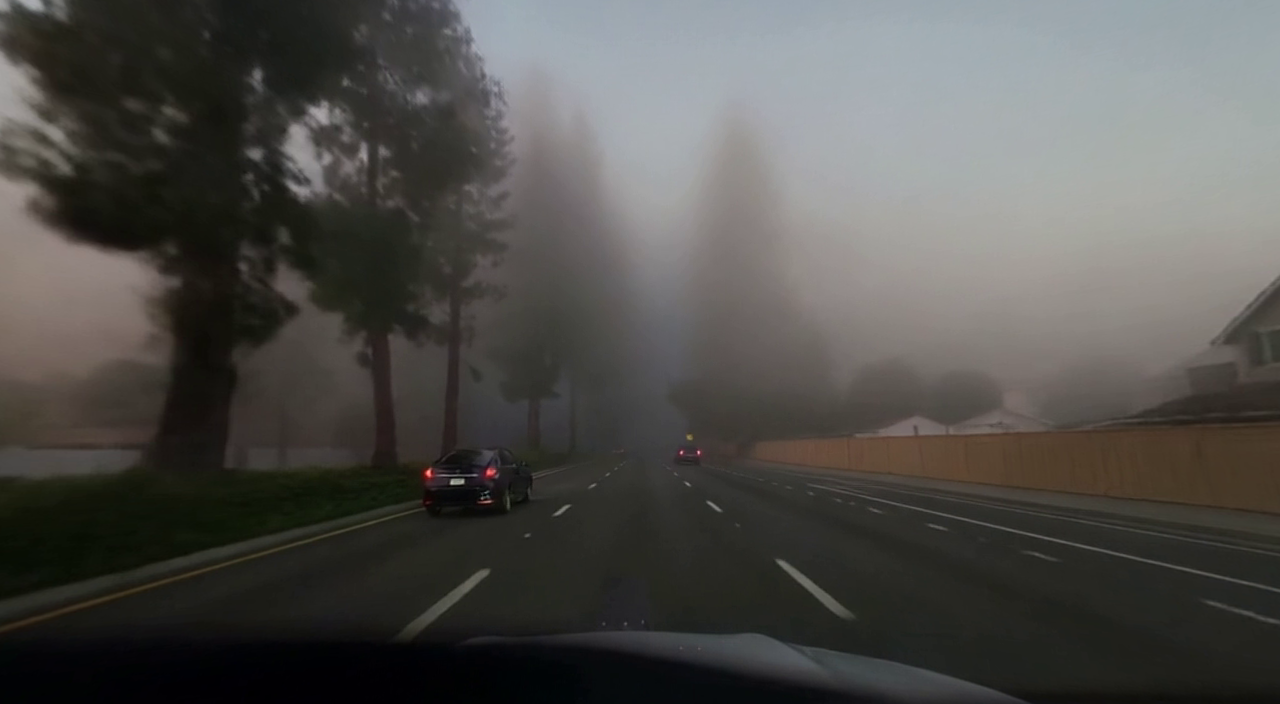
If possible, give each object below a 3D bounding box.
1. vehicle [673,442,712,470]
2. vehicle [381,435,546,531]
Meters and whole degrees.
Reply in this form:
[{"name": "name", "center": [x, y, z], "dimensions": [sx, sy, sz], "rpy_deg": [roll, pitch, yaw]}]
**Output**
[{"name": "vehicle", "center": [3.432, 6.903, 42.088], "dimensions": [2.114, 1.780, 4.445], "rpy_deg": [0, -8, -1]}, {"name": "vehicle", "center": [-3.193, 2.455, 12.471], "dimensions": [1.966, 1.524, 4.410], "rpy_deg": [0, -8, 0]}]
